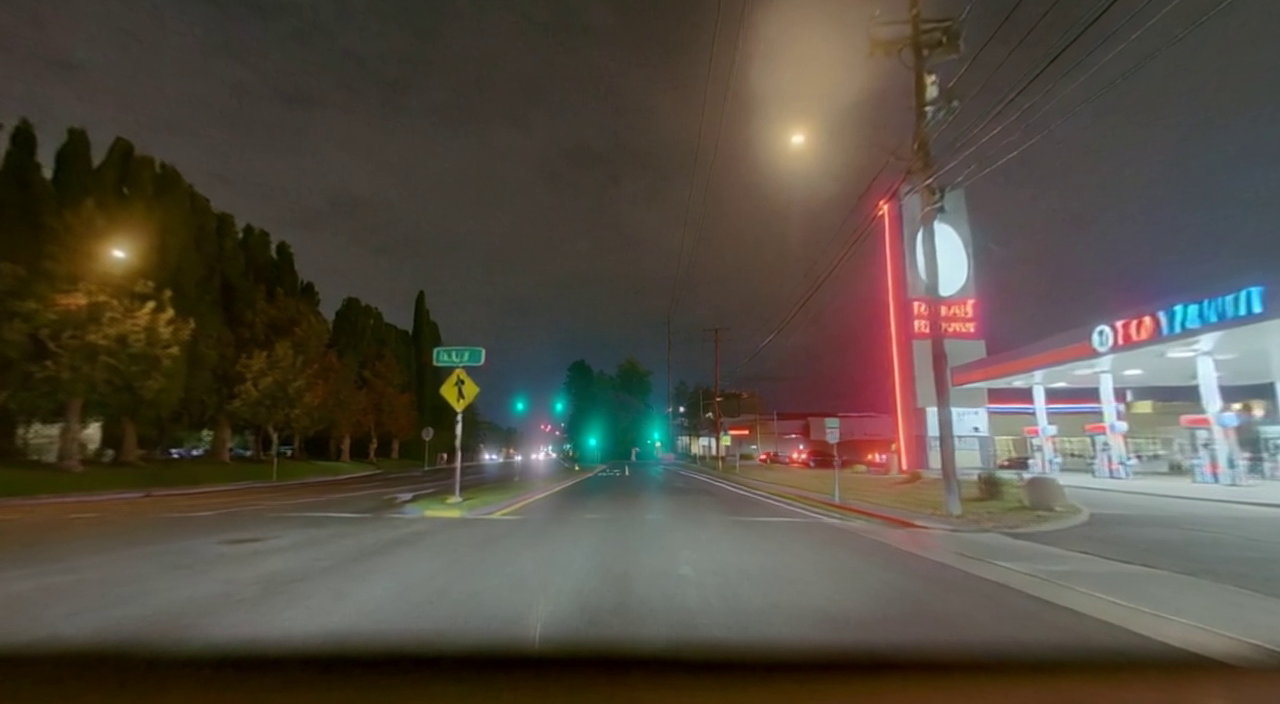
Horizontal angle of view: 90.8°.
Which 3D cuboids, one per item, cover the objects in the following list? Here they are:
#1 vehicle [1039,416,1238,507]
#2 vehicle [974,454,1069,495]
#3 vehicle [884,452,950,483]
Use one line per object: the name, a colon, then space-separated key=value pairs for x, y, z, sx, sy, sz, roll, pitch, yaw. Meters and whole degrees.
vehicle: x=18.070 y=3.997 z=23.512 sx=2.642 sy=2.930 sz=5.826 roll=0 pitch=-8 yaw=1
vehicle: x=18.190 y=5.824 z=30.406 sx=2.041 sy=1.674 sz=4.301 roll=2 pitch=-9 yaw=2
vehicle: x=18.347 y=7.580 z=41.733 sx=4.694 sy=1.845 sz=2.086 roll=7 pitch=-11 yaw=-40
